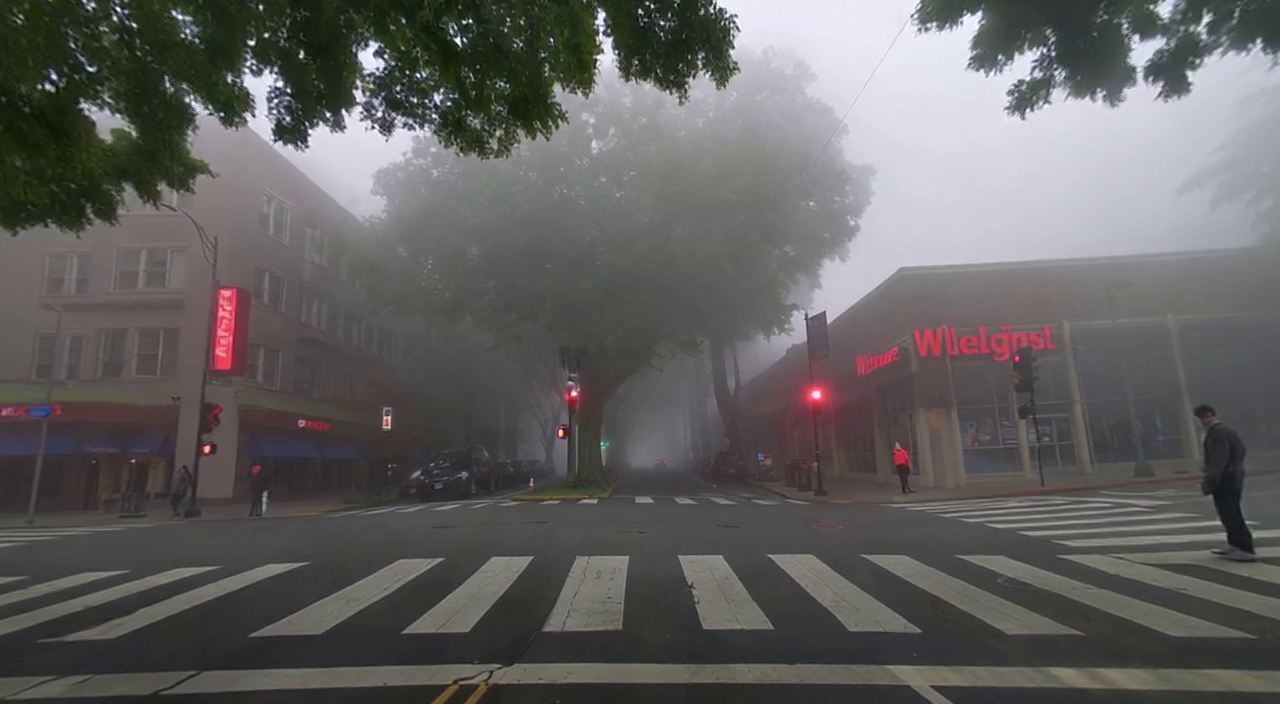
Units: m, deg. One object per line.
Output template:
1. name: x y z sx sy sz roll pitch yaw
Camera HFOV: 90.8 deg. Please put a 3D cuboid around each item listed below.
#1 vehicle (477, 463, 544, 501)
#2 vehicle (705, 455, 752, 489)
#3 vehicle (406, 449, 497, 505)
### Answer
1. vehicle: -5.751 5.829 28.618 1.983 1.438 4.559 0 -8 1
2. vehicle: 5.194 7.103 37.712 2.010 1.844 4.386 0 -8 -2
3. vehicle: -8.821 5.866 30.314 2.489 2.323 5.843 0 -8 1
